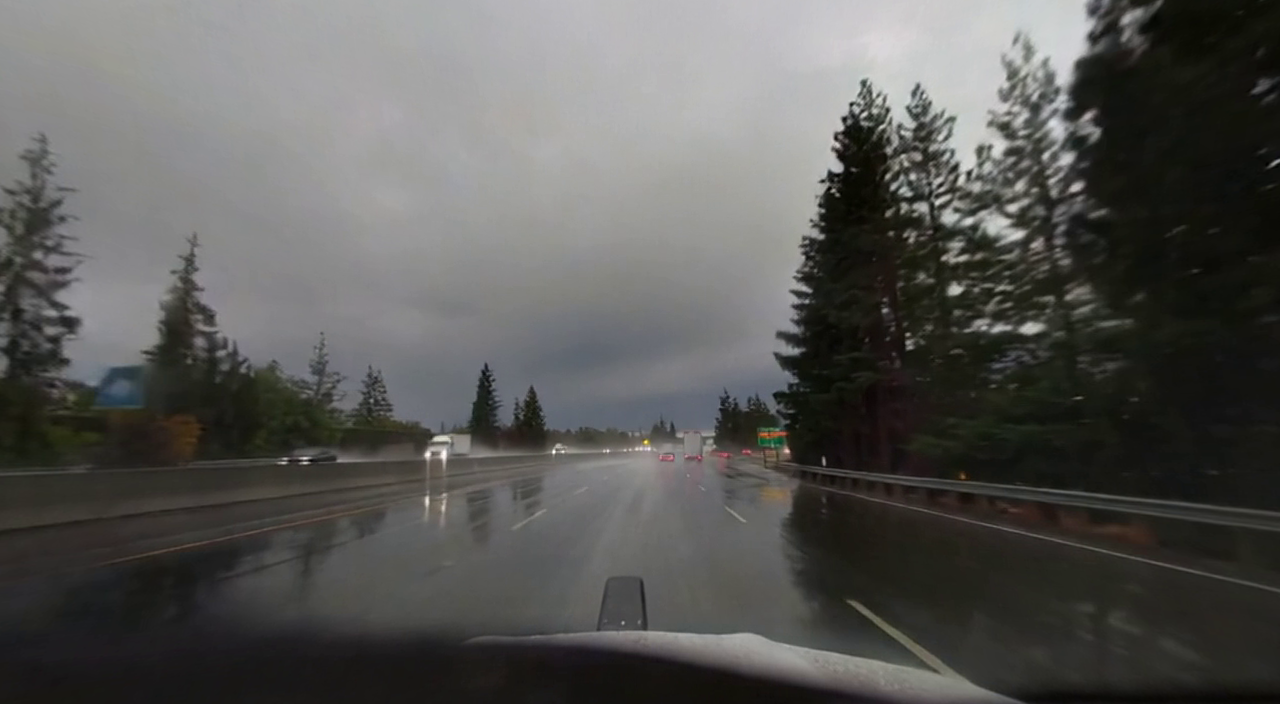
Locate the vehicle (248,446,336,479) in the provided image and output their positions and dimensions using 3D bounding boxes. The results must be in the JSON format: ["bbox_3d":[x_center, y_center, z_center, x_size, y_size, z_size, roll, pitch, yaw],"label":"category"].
[{"bbox_3d":[-18.632,5.912,34.006,2.020,1.650,4.606,-1,-9,2],"label":"vehicle"}]
